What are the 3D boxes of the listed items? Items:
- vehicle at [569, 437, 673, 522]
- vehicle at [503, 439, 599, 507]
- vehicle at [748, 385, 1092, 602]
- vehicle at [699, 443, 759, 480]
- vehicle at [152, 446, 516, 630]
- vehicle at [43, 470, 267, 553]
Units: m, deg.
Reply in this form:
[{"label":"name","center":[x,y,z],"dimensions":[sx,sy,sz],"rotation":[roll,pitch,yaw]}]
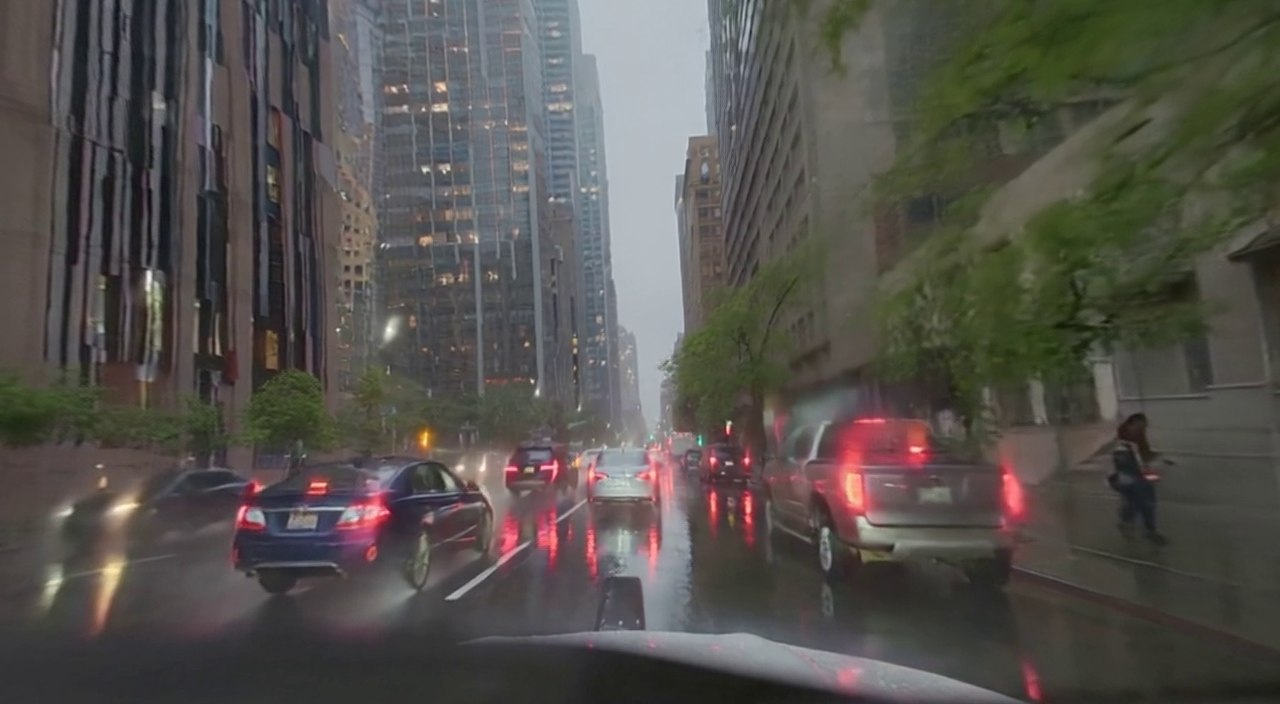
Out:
[{"label":"vehicle","center":[-0.310,2.855,14.658],"dimensions":[2.076,1.667,3.948],"rotation":[-1,-9,2]},{"label":"vehicle","center":[-2.565,3.632,19.533],"dimensions":[2.000,1.818,4.668],"rotation":[-1,-9,4]},{"label":"vehicle","center":[2.951,1.645,8.213],"dimensions":[2.352,1.953,4.798],"rotation":[-1,-9,2]},{"label":"vehicle","center":[3.780,4.703,27.528],"dimensions":[2.065,1.461,4.181],"rotation":[0,-8,1]},{"label":"vehicle","center":[-2.964,1.858,7.439],"dimensions":[1.940,1.481,4.376],"rotation":[-1,-9,2]},{"label":"vehicle","center":[-11.676,3.816,15.720],"dimensions":[2.122,1.606,4.221],"rotation":[1,-9,1]}]
